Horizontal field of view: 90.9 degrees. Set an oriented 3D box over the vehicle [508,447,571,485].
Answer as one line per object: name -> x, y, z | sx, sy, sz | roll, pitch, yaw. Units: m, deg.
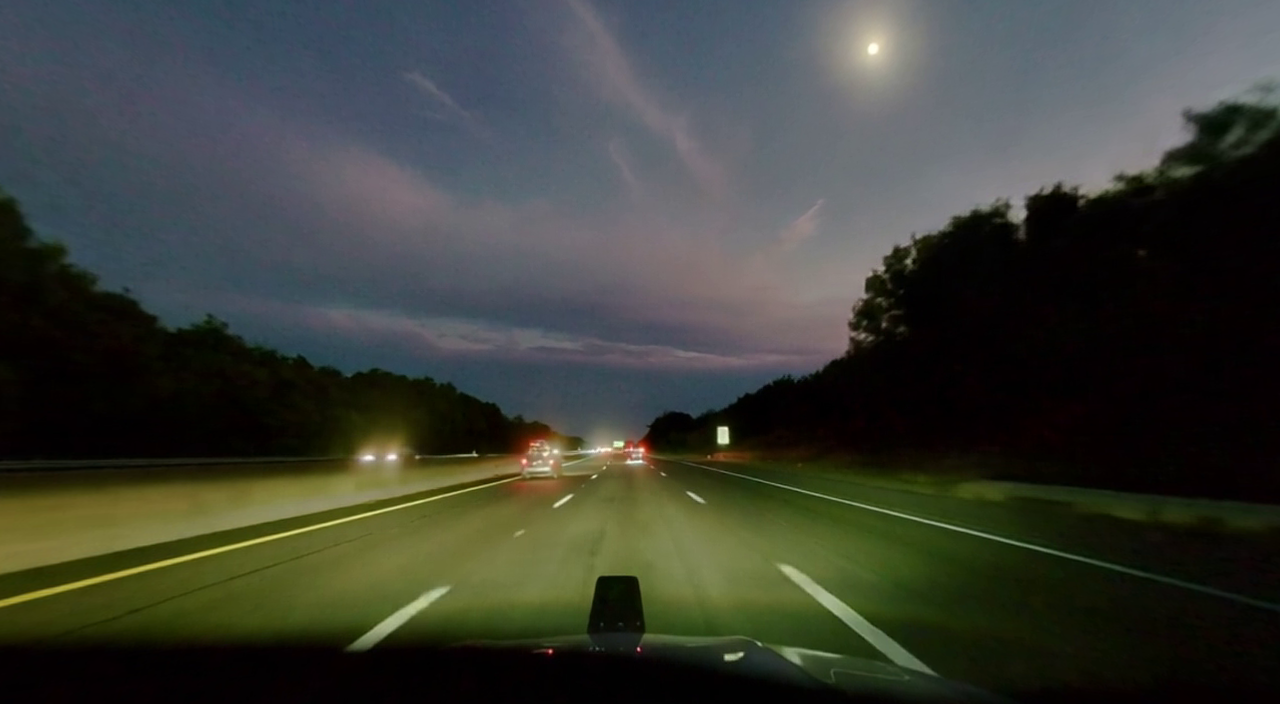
vehicle -> -4.251, 4.901, 27.415 | 2.022, 1.513, 4.613 | 0, -9, 0
